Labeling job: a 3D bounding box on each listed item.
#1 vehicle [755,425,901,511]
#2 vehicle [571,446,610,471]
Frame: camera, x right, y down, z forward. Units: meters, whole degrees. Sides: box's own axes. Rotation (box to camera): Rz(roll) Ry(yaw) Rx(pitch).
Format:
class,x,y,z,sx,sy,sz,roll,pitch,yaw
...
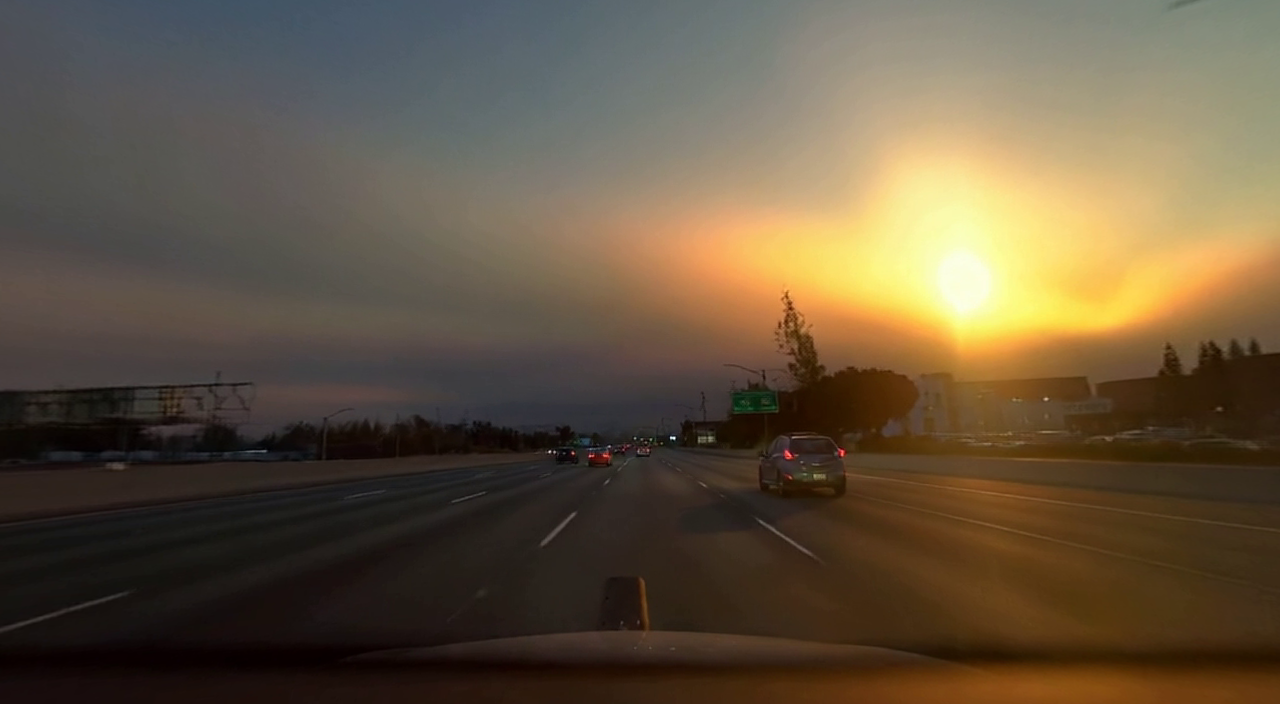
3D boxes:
class,x,y,z,sx,sy,sz,roll,pitch,yaw
vehicle,4.345,2.768,15.502,2.109,1.764,4.704,0,-9,0
vehicle,-3.153,6.860,40.704,2.139,1.510,4.506,0,-9,0
